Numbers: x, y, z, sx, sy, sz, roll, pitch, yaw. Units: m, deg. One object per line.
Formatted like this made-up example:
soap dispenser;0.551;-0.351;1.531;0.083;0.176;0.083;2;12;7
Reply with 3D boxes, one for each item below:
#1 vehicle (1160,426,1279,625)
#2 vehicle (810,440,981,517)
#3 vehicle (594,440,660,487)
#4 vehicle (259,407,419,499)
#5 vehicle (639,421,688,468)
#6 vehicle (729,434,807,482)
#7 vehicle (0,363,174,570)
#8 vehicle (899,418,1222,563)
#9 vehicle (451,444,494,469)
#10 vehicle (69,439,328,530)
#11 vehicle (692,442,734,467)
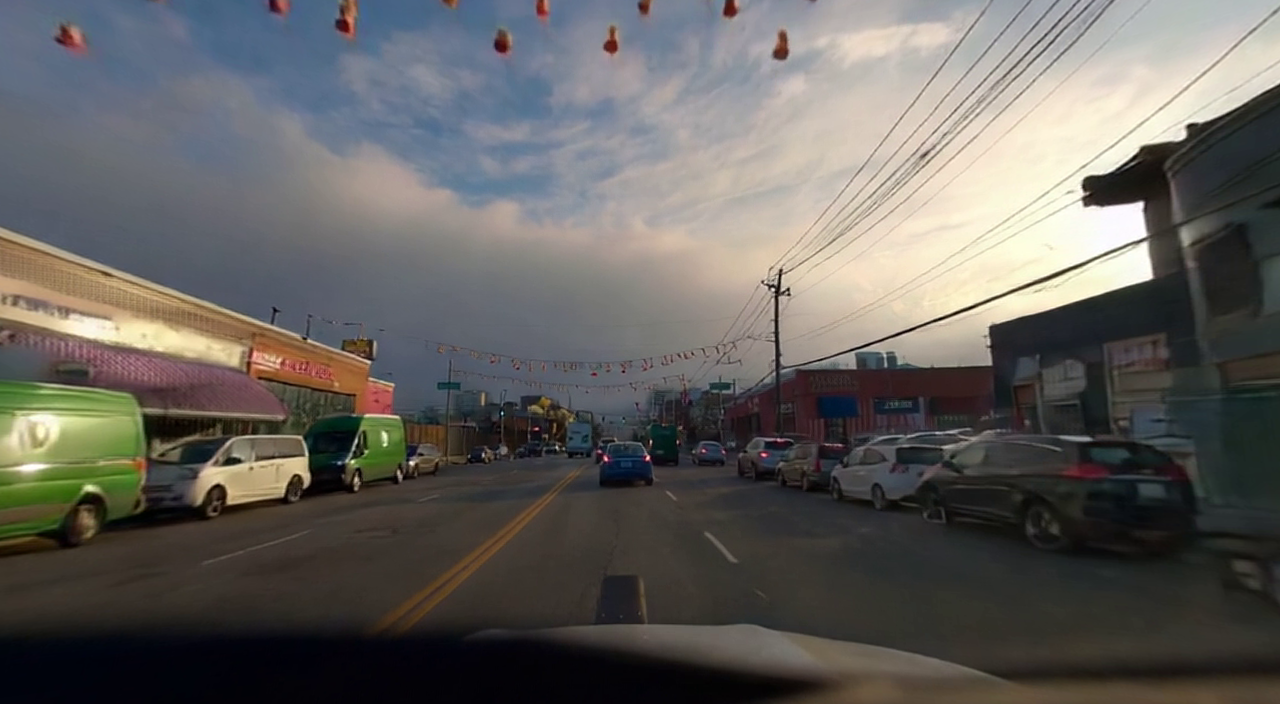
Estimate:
vehicle;5.883;1.199;3.952;1.943;1.507;3.816;0;-8;-1
vehicle;5.587;2.773;14.555;2.012;1.470;4.394;0;-8;-1
vehicle;-0.536;3.907;22.594;2.112;1.464;4.411;0;-8;-3
vehicle;-10.052;3.444;21.898;2.724;2.739;5.663;0;-8;0
vehicle;1.353;5.456;37.402;2.649;2.583;5.800;0;-8;1
vehicle;5.202;4.386;26.519;2.079;1.788;4.974;0;-8;-2
vehicle;-9.589;1.426;7.818;2.964;2.597;6.437;0;-8;-4
vehicle;5.899;1.958;9.759;1.876;1.692;4.492;0;-8;0
vehicle;-11.338;7.063;43.033;1.962;1.529;4.109;1;-8;-3
vehicle;-9.948;2.965;15.080;2.256;1.722;5.644;0;-8;-2
vehicle;4.550;6.413;39.853;1.824;1.481;4.057;1;-8;-5
